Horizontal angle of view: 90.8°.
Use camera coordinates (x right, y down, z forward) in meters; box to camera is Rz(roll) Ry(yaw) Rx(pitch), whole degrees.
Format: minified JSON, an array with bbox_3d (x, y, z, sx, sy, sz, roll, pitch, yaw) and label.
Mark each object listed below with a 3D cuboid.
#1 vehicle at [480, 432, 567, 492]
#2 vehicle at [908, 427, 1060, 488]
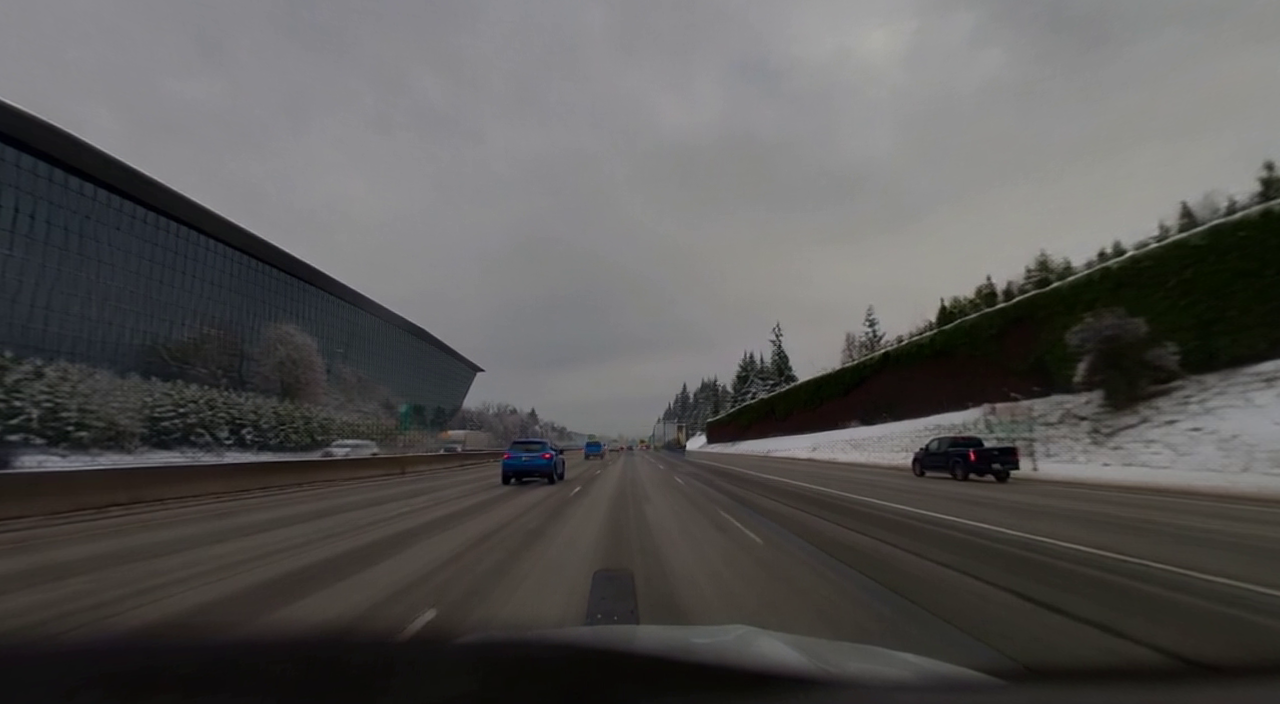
[{"bbox_3d":[-3.623,3.514,20.483,2.039,1.710,4.237,0,-9,-1],"label":"vehicle"},{"bbox_3d":[11.182,3.491,21.114,2.089,1.787,5.080,0,-9,-1],"label":"vehicle"}]
